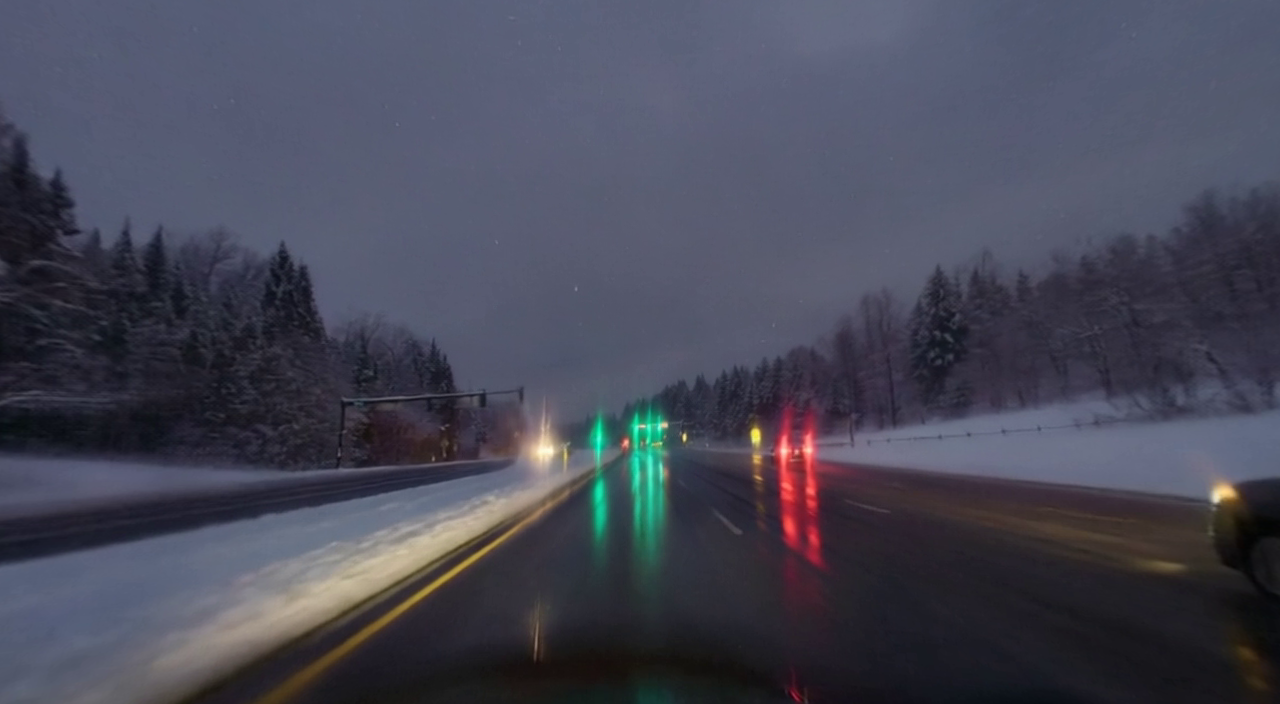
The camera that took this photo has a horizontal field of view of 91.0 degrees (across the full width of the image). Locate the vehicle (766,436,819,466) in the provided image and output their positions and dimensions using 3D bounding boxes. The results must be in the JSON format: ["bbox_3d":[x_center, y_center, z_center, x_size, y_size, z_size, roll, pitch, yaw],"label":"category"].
[{"bbox_3d":[9.724,6.360,40.600,2.170,1.830,4.720,0,-9,-1],"label":"vehicle"}]
